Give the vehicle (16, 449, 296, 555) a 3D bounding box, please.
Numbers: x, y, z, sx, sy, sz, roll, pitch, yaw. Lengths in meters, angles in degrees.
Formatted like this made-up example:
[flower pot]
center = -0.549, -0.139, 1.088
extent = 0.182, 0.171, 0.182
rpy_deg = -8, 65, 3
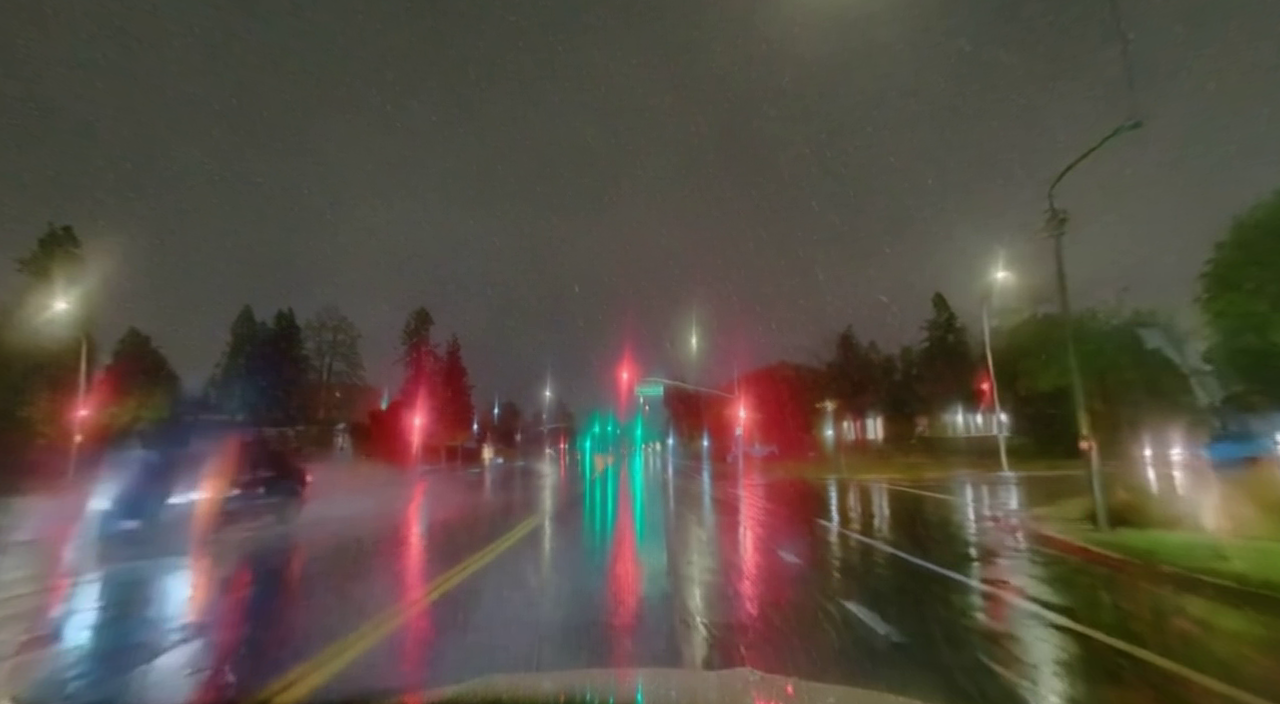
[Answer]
[vehicle]
center = -8.062, 2.475, 11.091
extent = 1.869, 1.497, 3.768
rpy_deg = 0, -9, 0
